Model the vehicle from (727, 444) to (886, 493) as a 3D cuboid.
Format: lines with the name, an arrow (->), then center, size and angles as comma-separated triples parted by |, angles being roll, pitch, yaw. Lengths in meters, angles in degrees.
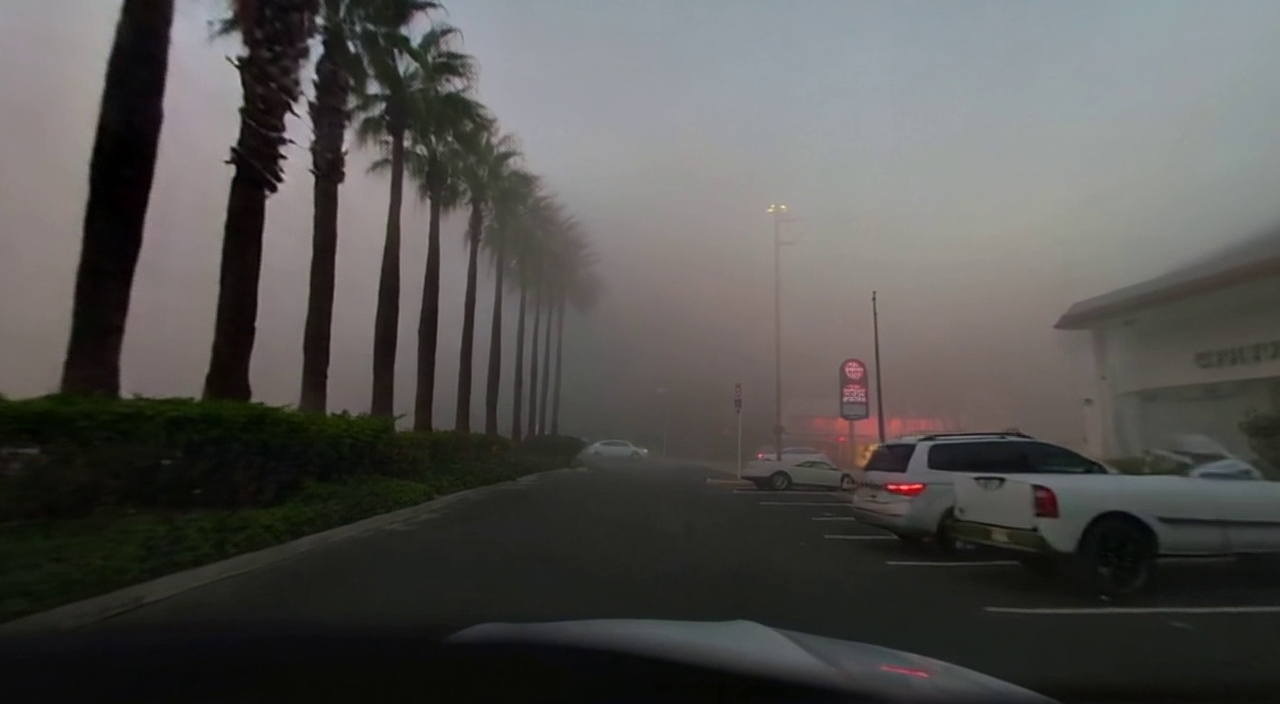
vehicle -> 5.532, 3.891, 21.364 | 4.742, 1.506, 1.919 | 0, -8, -5

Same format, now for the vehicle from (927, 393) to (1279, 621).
vehicle -> 5.675, 1.394, 6.194 | 4.743, 1.800, 1.952 | 0, -9, -3
